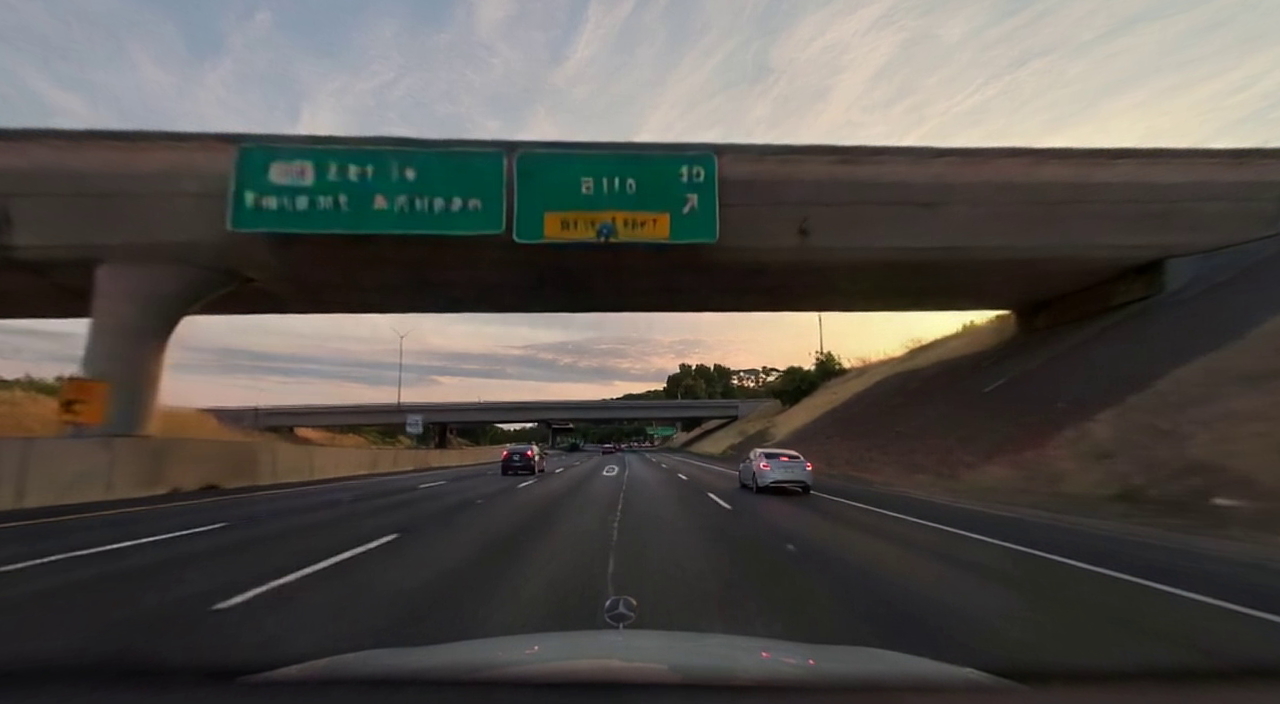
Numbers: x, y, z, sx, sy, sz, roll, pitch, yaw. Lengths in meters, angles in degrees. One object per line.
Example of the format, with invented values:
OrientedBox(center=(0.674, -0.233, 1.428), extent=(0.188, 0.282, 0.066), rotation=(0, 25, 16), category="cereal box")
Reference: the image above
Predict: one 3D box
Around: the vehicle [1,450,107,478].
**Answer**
OrientedBox(center=(-38.513, 7.354, 41.608), extent=(1.976, 1.712, 5.338), rotation=(0, -9, -2), category="vehicle")

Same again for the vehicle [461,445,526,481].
OrientedBox(center=(-6.764, 5.161, 29.612), extent=(2.072, 1.545, 4.687), rotation=(0, -9, -2), category="vehicle")

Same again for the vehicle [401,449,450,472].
OrientedBox(center=(-14.937, 7.587, 44.176), extent=(1.919, 1.497, 4.765), rotation=(0, -9, -2), category="vehicle")

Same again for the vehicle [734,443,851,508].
OrientedBox(center=(3.966, 3.287, 17.234), extent=(2.079, 1.535, 4.316), rotation=(0, -9, -1), category="vehicle")
